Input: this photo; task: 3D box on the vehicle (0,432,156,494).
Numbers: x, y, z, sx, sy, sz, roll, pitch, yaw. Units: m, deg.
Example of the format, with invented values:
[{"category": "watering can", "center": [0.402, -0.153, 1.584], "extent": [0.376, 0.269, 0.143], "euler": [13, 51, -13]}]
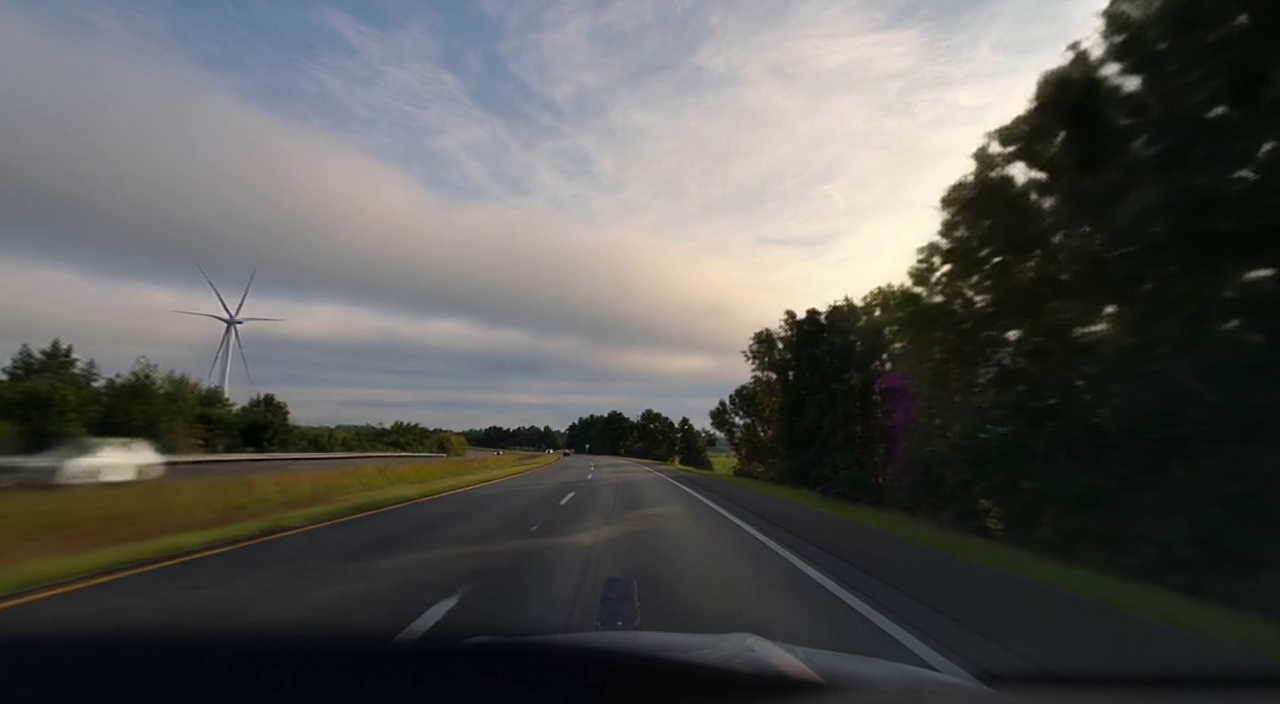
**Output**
[{"category": "vehicle", "center": [-16.632, 3.162, 18.181], "extent": [1.879, 1.547, 4.378], "euler": [0, -9, -1]}]
